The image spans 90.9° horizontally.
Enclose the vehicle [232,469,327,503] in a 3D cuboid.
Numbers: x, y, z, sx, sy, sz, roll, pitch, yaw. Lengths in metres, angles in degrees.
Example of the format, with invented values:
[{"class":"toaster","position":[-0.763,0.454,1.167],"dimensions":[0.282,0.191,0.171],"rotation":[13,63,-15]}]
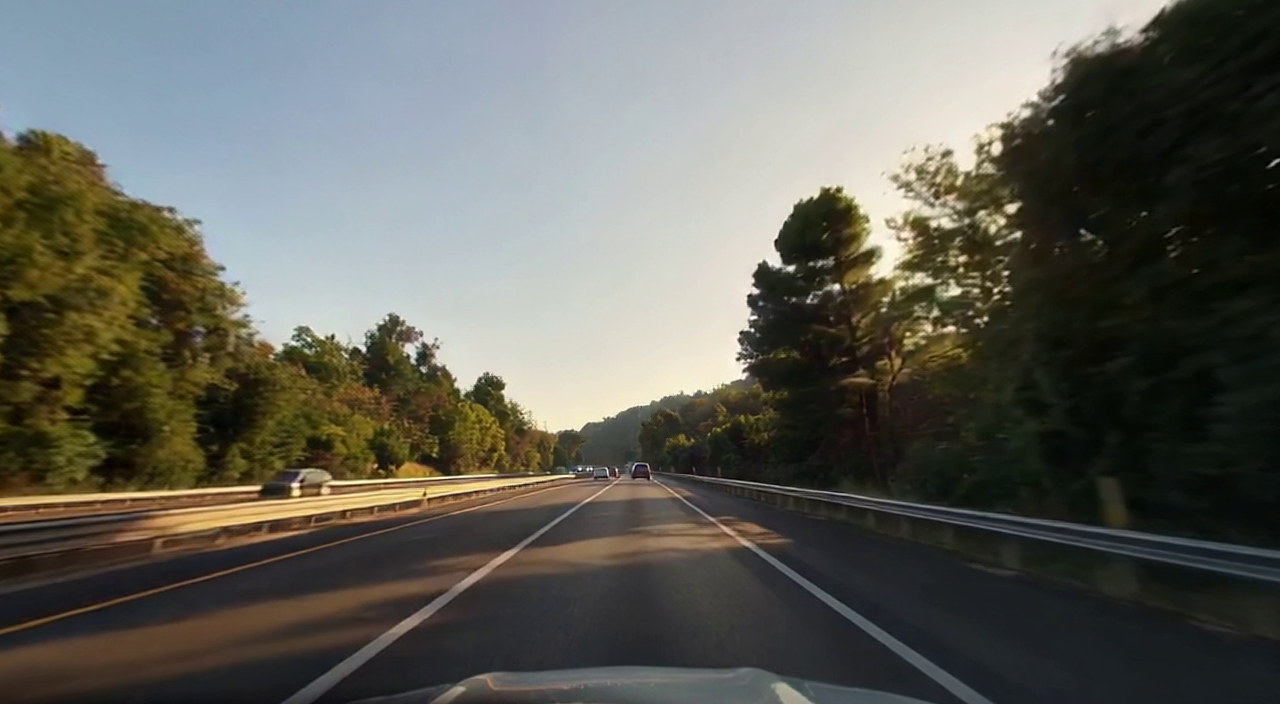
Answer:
[{"class":"vehicle","position":[-17.137,6.364,30.226],"dimensions":[1.839,1.459,4.457],"rotation":[1,-11,1]}]
